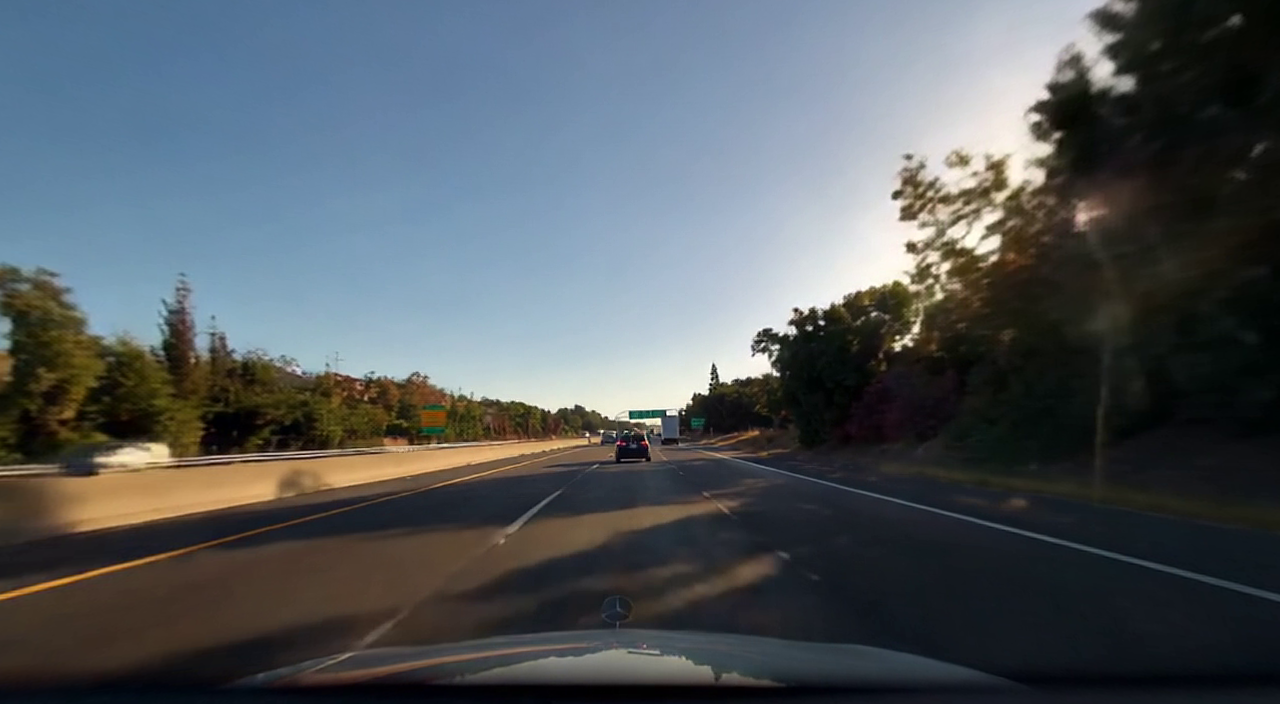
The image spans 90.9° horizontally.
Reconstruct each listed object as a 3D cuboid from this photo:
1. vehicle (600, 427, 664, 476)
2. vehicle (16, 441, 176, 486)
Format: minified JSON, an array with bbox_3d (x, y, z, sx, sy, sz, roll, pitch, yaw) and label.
[{"bbox_3d":[-0.288,3.516,22.501,2.094,1.600,3.666,0,-8,-1],"label":"vehicle"},{"bbox_3d":[-19.767,4.028,23.237,1.889,1.449,4.539,0,-8,-1],"label":"vehicle"}]
